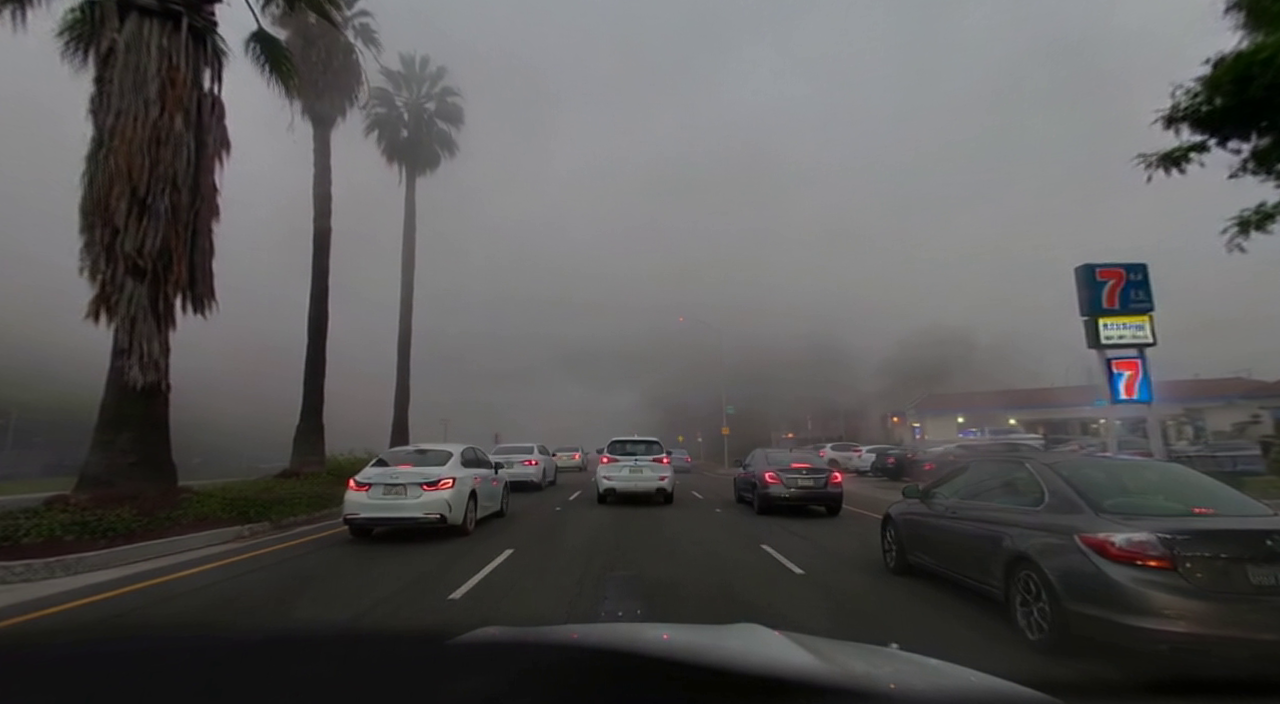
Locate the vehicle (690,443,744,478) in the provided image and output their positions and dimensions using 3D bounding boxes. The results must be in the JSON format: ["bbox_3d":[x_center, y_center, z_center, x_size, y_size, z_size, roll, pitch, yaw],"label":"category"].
[{"bbox_3d":[3.403,4.865,28.574,1.880,1.476,3.932,0,-8,-1],"label":"vehicle"}]

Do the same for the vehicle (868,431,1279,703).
[{"bbox_3d":[3.593,1.402,4.976,1.867,1.448,4.436,0,-8,-1],"label":"vehicle"}]

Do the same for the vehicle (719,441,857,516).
[{"bbox_3d":[3.235,2.861,14.854,1.977,1.480,4.589,0,-8,-2],"label":"vehicle"}]

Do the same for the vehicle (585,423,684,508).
[{"bbox_3d":[-0.134,2.824,16.082,2.164,1.867,4.254,0,-8,0],"label":"vehicle"}]

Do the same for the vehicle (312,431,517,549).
[{"bbox_3d":[-3.334,2.103,10.300,1.864,1.505,4.202,0,-8,-1],"label":"vehicle"}]
